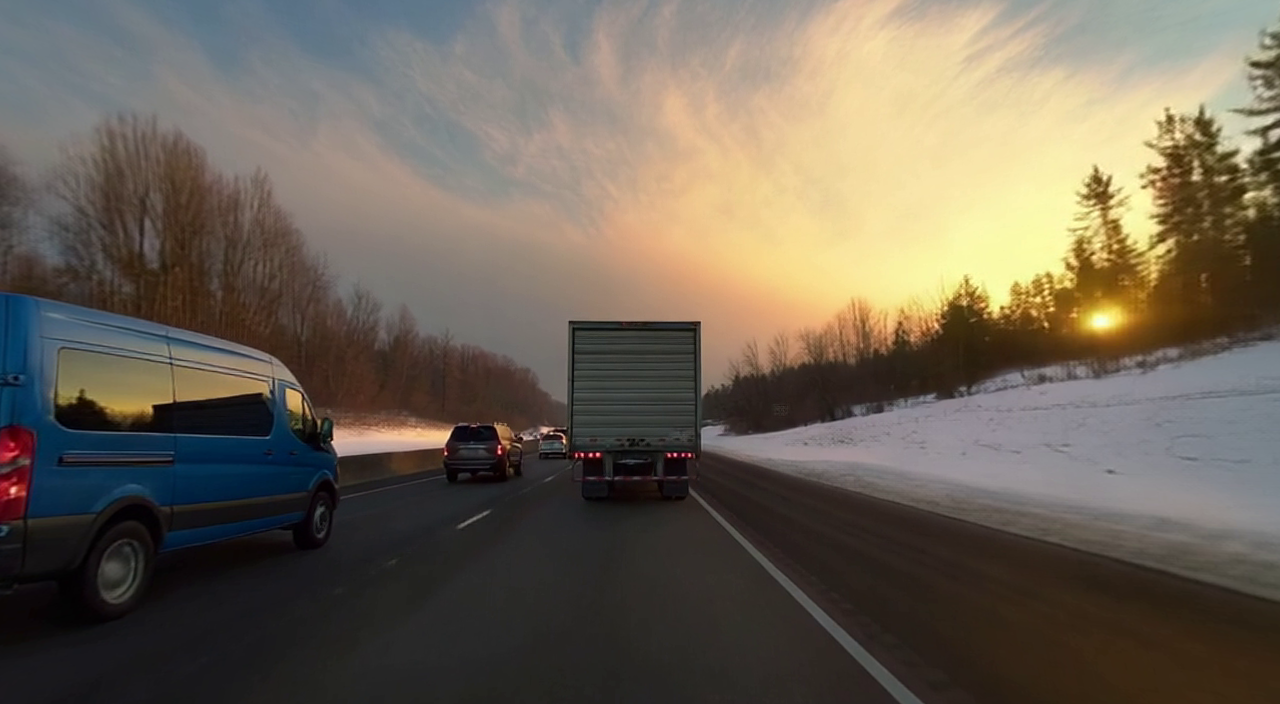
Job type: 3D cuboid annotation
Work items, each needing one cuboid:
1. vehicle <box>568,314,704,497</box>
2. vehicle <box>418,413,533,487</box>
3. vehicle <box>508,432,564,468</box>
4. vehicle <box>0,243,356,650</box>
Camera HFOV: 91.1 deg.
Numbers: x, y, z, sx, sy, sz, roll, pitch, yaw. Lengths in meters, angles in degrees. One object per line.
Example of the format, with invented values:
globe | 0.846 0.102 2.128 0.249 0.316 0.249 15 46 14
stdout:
vehicle | -0.213 1.820 18.882 2.953 4.041 10.072 0 -8 -1
vehicle | -4.860 2.983 19.447 2.168 1.985 4.952 0 -8 0
vehicle | -4.856 4.617 29.948 1.931 1.539 4.441 0 -8 0
vehicle | -5.249 0.878 6.055 2.478 2.515 5.438 0 -8 -1
